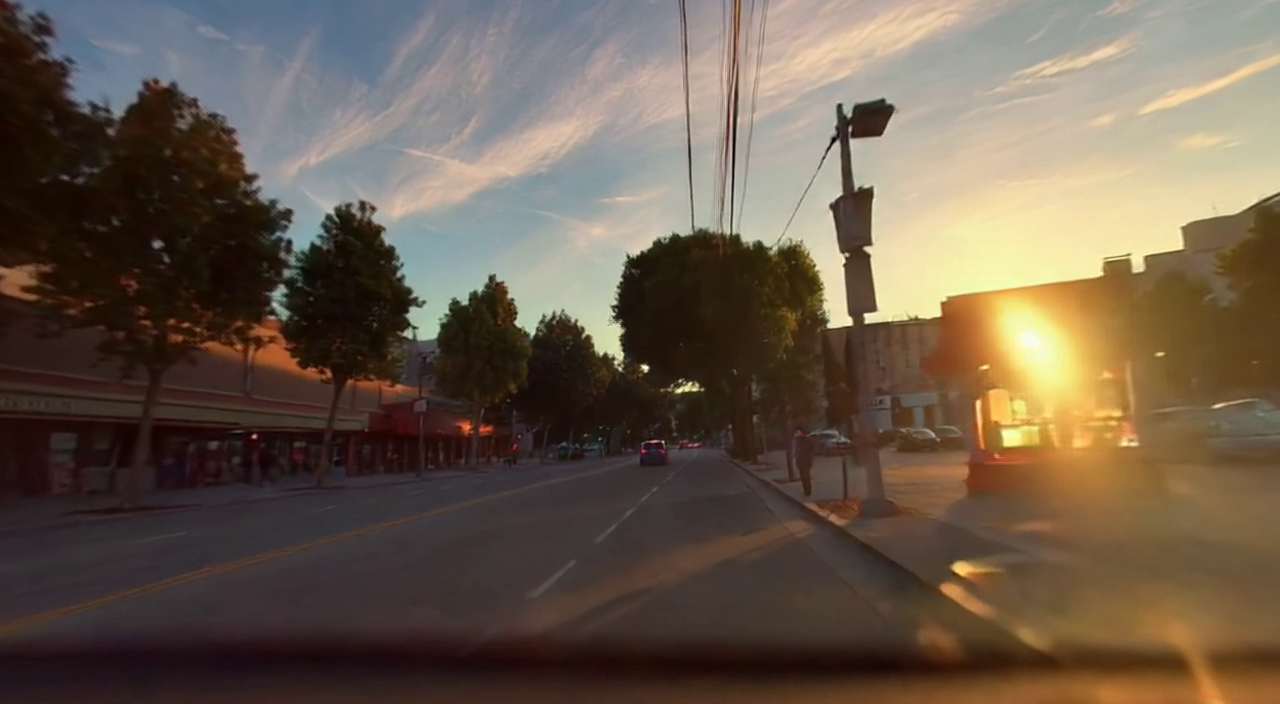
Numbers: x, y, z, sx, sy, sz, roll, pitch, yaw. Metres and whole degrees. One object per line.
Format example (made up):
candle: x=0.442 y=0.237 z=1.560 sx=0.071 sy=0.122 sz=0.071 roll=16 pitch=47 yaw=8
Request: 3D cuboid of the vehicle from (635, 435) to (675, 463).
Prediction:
vehicle: x=1.040 y=6.385 z=41.707 sx=2.101 sy=1.721 sz=4.364 roll=-2 pitch=-8 yaw=8
